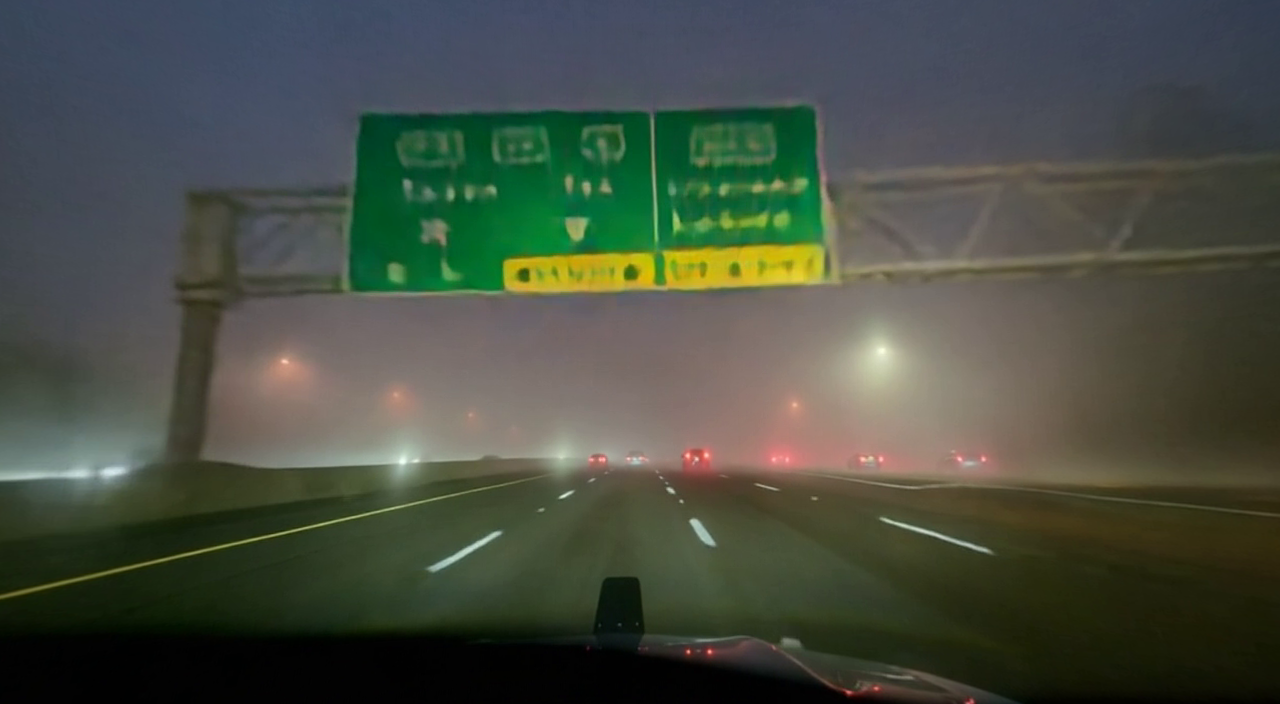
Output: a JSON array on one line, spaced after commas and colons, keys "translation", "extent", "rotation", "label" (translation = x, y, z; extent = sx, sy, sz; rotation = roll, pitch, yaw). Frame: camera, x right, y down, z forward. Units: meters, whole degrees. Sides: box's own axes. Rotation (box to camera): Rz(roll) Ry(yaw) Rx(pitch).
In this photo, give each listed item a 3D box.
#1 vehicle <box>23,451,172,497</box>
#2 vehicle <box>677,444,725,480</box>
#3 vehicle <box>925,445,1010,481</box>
[{"translation": [-22.974, 5.146, 27.009], "extent": [2.057, 1.759, 4.861], "rotation": [0, -9, 0], "label": "vehicle"}, {"translation": [3.255, 6.009, 34.632], "extent": [2.147, 1.794, 4.538], "rotation": [0, -9, 0], "label": "vehicle"}, {"translation": [17.264, 5.854, 33.524], "extent": [2.116, 1.754, 4.727], "rotation": [0, -9, 2], "label": "vehicle"}]
